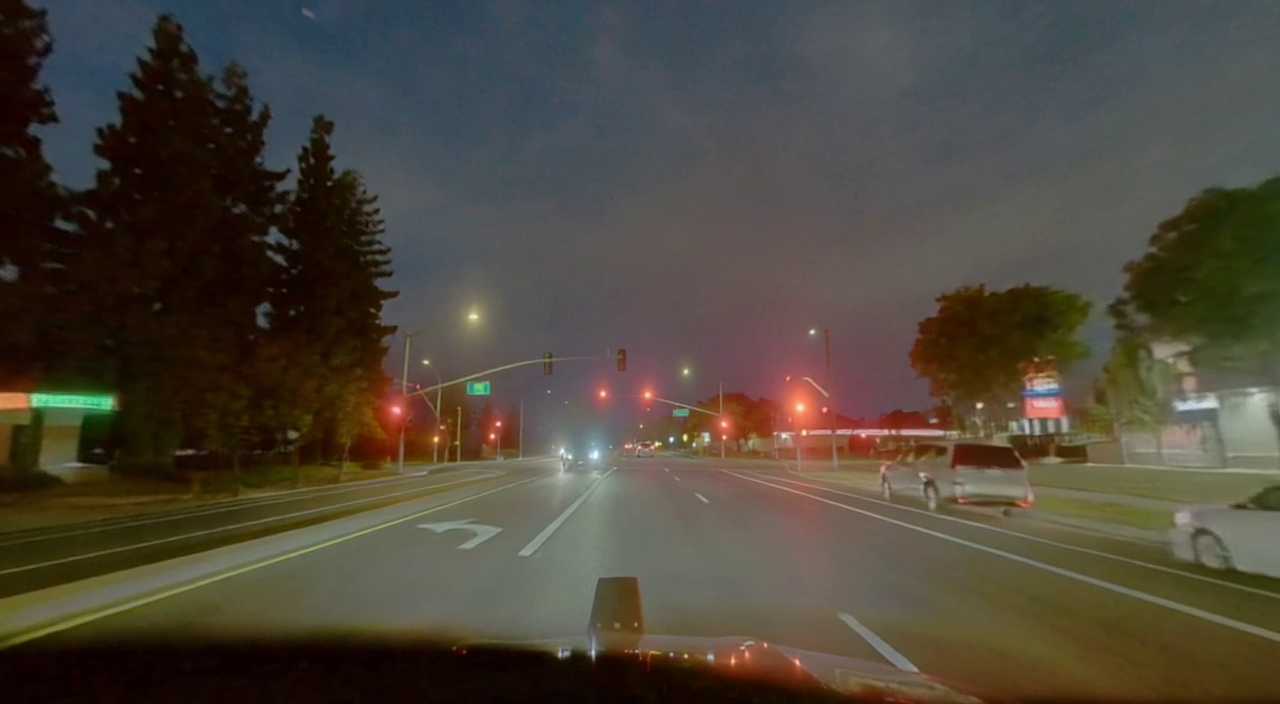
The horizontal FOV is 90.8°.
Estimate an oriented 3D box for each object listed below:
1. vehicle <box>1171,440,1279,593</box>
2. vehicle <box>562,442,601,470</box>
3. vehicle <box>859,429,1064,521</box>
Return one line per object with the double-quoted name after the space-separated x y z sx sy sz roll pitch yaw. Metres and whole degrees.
7.193 1.423 4.958 1.922 1.473 4.738 0 -8 0 "vehicle"
-3.315 6.004 36.636 1.915 1.553 3.846 0 -8 0 "vehicle"
7.232 2.794 15.028 2.132 1.793 5.003 0 -8 -1 "vehicle"
